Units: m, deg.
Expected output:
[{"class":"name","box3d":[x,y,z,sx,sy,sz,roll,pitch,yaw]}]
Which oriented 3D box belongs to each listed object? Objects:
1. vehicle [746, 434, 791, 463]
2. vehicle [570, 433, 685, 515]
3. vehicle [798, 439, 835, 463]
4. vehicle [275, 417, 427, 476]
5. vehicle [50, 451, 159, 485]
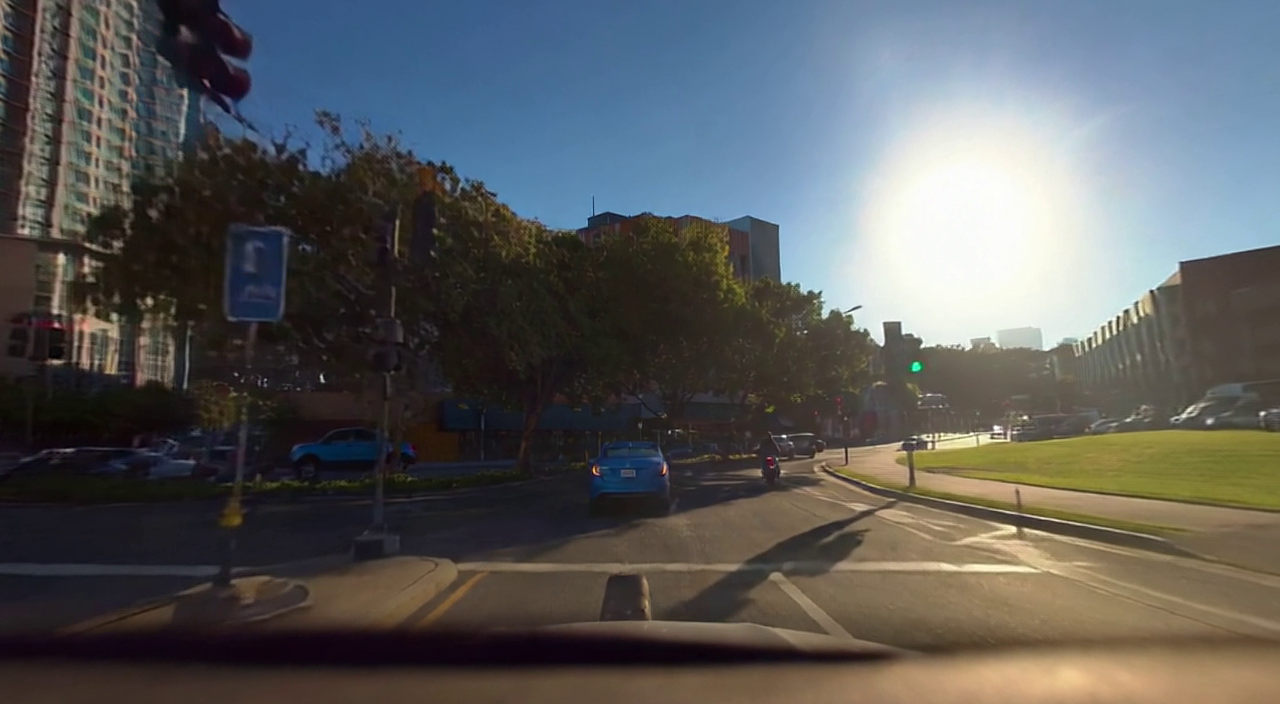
[{"class":"vehicle","box3d":[8.691,6.468,42.303,2.212,1.790,4.768,-3,-9,20]},{"class":"vehicle","box3d":[-0.278,2.541,13.636,2.118,1.480,3.949,0,-9,-1]},{"class":"vehicle","box3d":[12.292,6.874,43.741,1.822,1.555,3.574,-4,-9,25]},{"class":"vehicle","box3d":[-15.004,4.990,33.420,2.287,2.780,7.166,-5,-10,31]},{"class":"vehicle","box3d":[-20.056,4.330,23.690,1.259,1.181,2.744,-4,-10,22]}]
